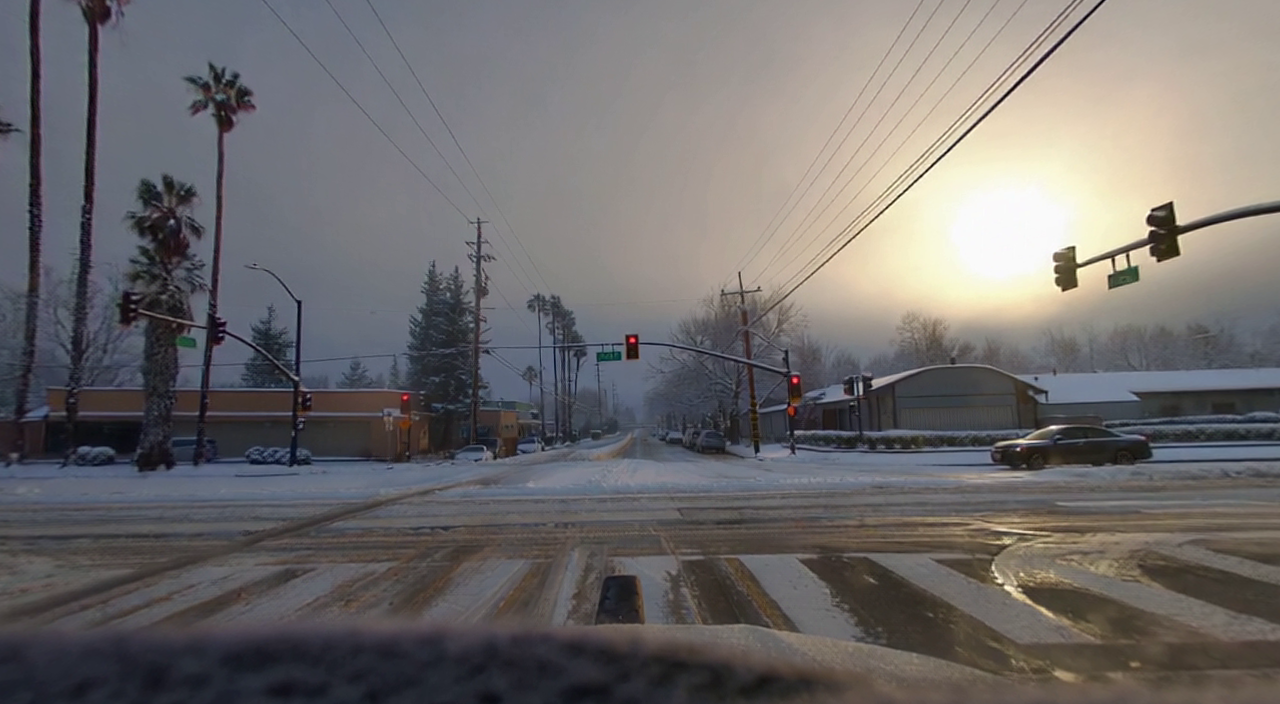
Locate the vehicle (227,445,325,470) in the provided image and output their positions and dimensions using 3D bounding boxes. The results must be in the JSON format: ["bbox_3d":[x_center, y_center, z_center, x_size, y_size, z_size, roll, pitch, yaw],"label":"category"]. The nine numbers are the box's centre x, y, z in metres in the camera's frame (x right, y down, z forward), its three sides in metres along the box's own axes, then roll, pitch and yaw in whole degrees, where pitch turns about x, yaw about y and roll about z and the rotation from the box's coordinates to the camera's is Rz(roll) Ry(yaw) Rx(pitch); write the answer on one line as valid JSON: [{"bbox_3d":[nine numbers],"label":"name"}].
[{"bbox_3d":[-22.306,6.483,38.833,4.849,1.444,1.881,0,-9,2],"label":"vehicle"}]

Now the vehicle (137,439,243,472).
[{"bbox_3d":[-25.906,5.976,36.449,4.613,1.820,2.021,-1,-9,4],"label":"vehicle"}]

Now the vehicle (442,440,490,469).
[{"bbox_3d":[-11.959,7.046,43.781,2.016,1.717,4.287,0,-6,1],"label":"vehicle"}]

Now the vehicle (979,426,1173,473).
[{"bbox_3d":[14.405,3.257,21.167,4.918,1.479,1.897,-1,-9,7],"label":"vehicle"}]
